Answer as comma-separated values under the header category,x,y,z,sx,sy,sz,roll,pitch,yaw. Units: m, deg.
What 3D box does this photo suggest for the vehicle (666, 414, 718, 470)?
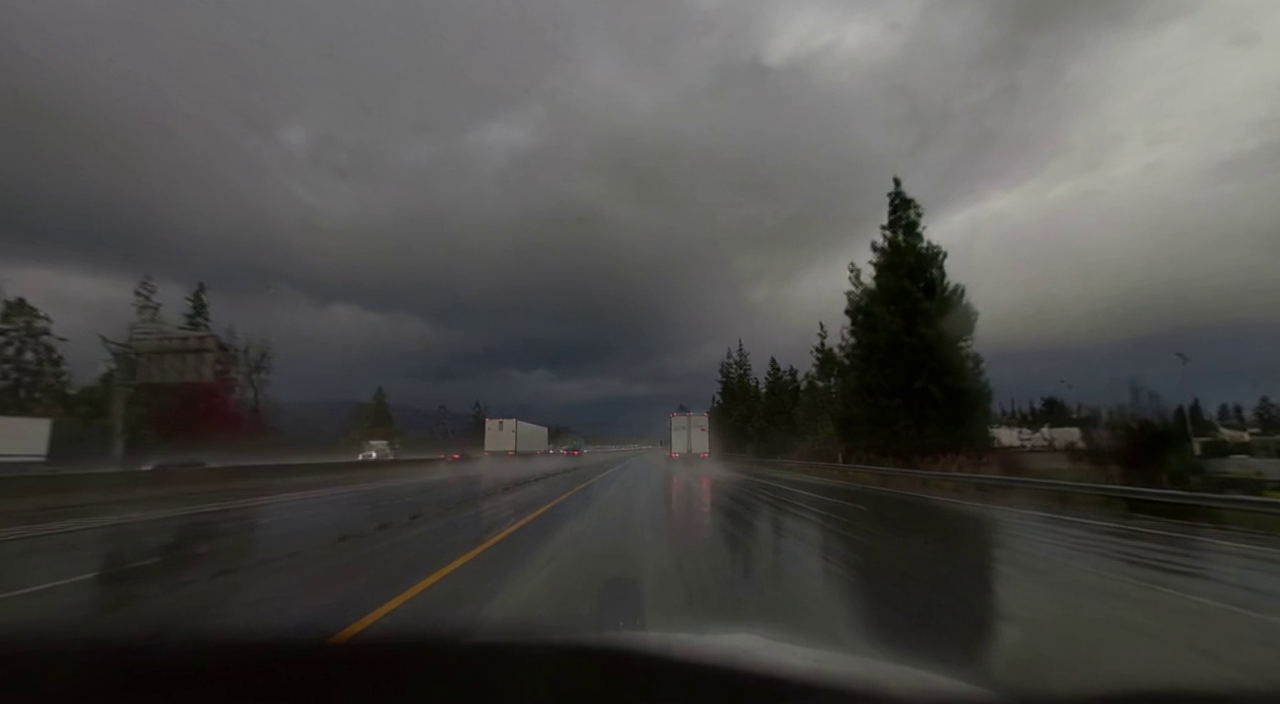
category,x,y,z,sx,sy,sz,roll,pitch,yaw
vehicle,3.670,6.980,48.311,2.928,3.595,13.975,0,-9,1

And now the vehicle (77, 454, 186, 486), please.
category,x,y,z,sx,sy,sz,roll,pitch,yaw
vehicle,-24.210,5.607,30.263,1.728,1.396,4.150,-1,-9,1
